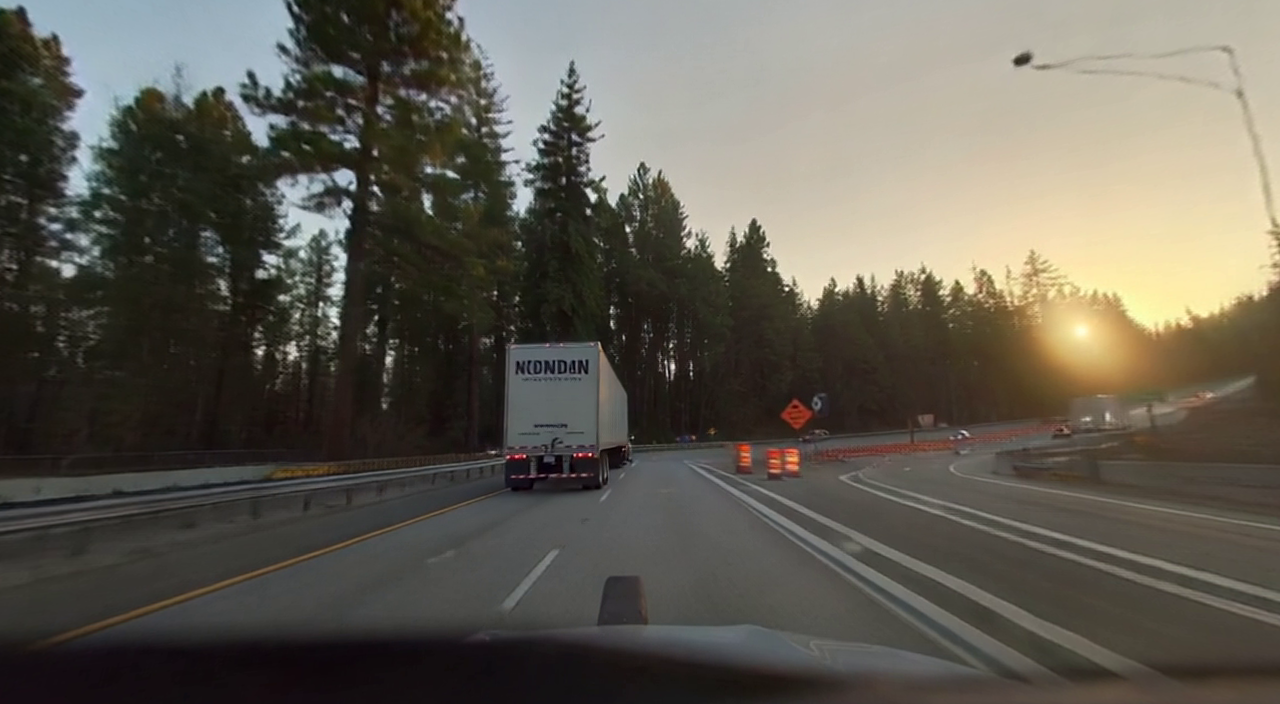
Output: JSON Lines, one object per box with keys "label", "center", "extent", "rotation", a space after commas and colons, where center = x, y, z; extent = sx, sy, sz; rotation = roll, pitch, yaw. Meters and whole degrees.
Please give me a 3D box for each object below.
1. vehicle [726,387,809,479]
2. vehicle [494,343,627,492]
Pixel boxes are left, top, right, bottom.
{"label": "vehicle", "center": [5.183, 3.380, 26.196], "extent": [2.928, 3.571, 3.032], "rotation": [-1, -8, 5]}
{"label": "vehicle", "center": [-2.317, 2.946, 25.418], "extent": [2.873, 4.060, 16.327], "rotation": [0, -8, 1]}
